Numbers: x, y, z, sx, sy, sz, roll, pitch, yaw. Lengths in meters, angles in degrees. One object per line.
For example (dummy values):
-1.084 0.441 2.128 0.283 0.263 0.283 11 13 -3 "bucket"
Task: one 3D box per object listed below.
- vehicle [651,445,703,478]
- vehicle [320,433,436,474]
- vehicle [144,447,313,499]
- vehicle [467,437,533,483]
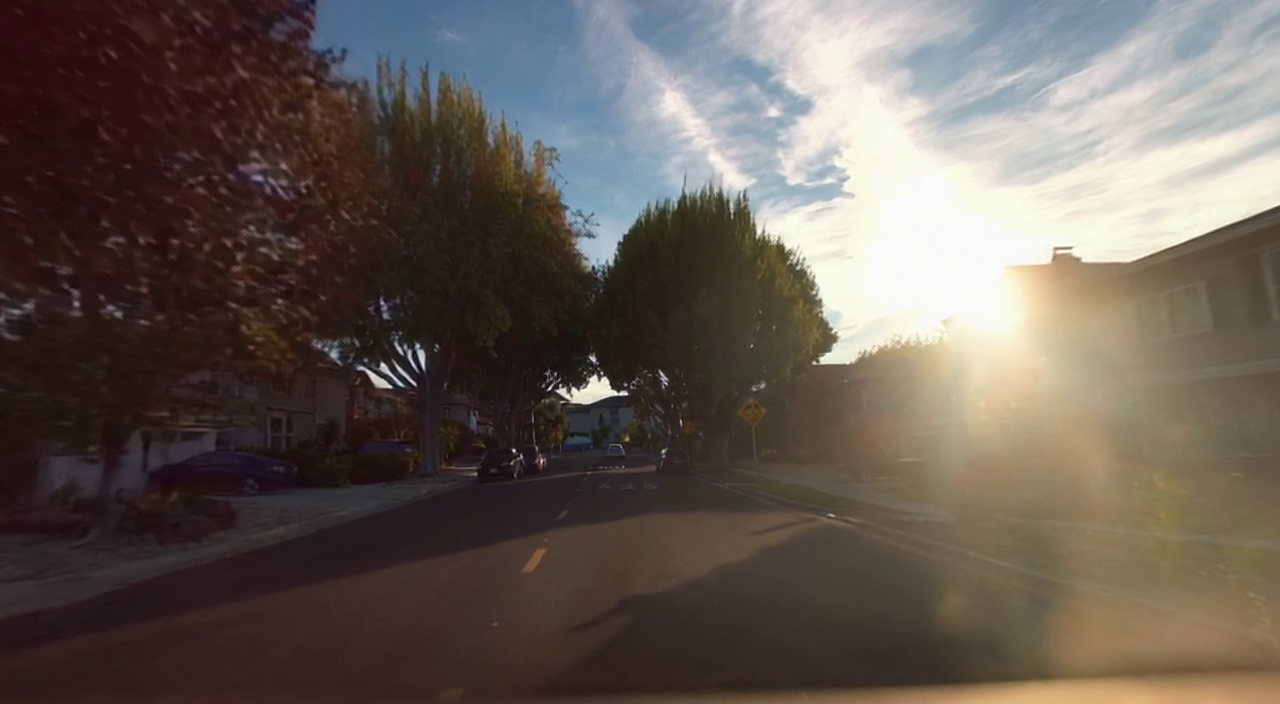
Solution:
1.787 5.465 31.873 2.047 1.532 4.350 0 -8 -4 "vehicle"
-14.074 5.468 34.193 5.234 2.076 2.197 0 -8 -1 "vehicle"
-12.868 3.776 19.984 3.989 1.485 1.814 0 -8 -4 "vehicle"
-6.592 5.151 30.289 2.155 1.907 5.100 -2 -9 -2 "vehicle"
